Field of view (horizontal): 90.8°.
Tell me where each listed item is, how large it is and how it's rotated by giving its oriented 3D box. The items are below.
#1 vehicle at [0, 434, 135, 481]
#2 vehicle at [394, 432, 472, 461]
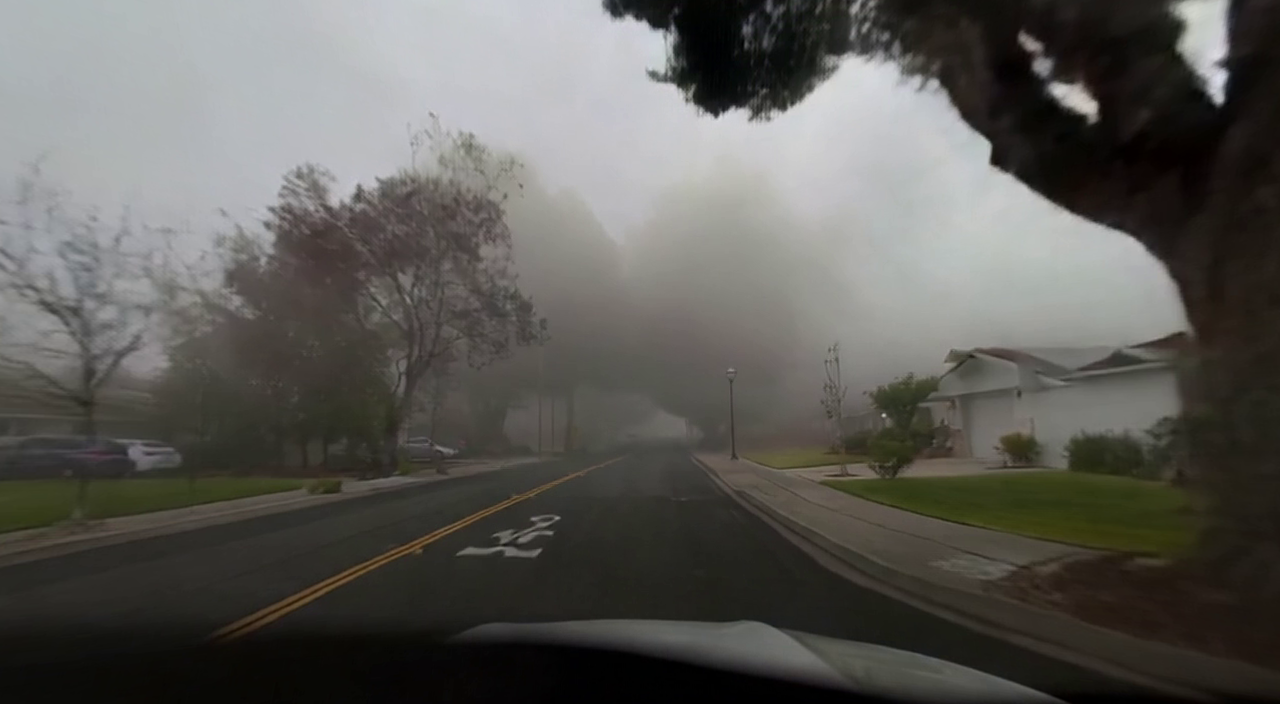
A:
[{"bbox_3d":[-19.778,3.474,20.841,4.373,1.464,1.917,2,-10,-18],"label":"vehicle"},{"bbox_3d":[-13.100,5.999,40.202,4.370,1.761,1.901,1,-8,-5],"label":"vehicle"}]
